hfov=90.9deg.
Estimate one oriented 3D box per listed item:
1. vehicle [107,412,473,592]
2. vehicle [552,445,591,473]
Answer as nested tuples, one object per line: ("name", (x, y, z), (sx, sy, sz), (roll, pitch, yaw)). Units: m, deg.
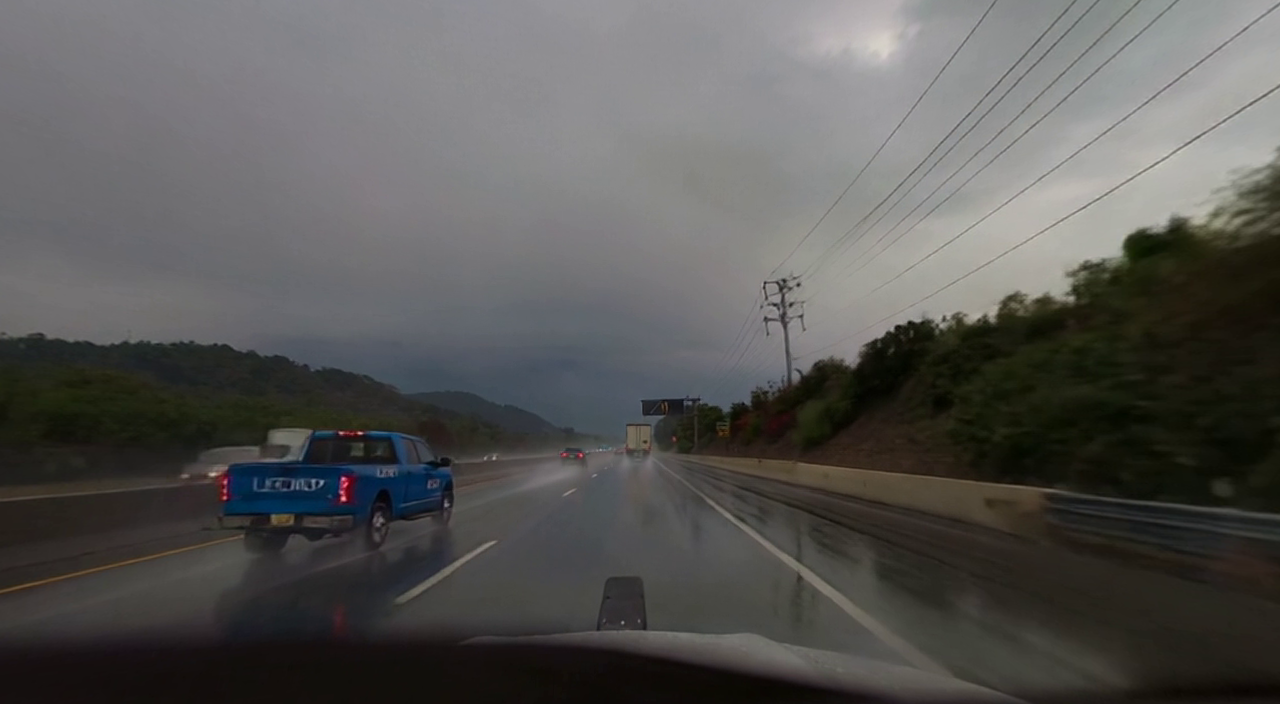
("vehicle", (-4.002, 1.805, 8.547), (2.049, 1.697, 4.998), (0, -9, 0))
("vehicle", (-4.448, 6.995, 41.444), (2.111, 1.735, 4.066), (0, -9, 1))
